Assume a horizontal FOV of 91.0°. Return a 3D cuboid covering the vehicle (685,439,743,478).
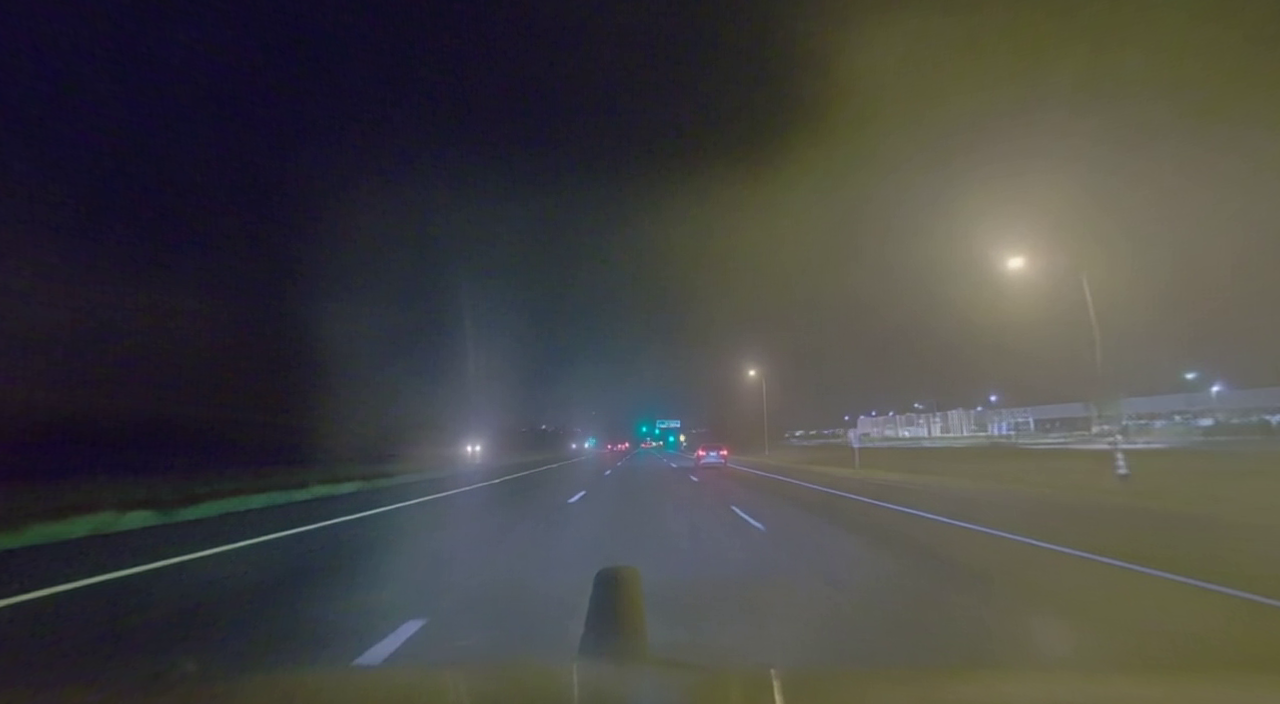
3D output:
[{"bbox_3d":[3.198,4.723,28.176,2.085,1.594,4.848,0,-9,0],"label":"vehicle"}]
